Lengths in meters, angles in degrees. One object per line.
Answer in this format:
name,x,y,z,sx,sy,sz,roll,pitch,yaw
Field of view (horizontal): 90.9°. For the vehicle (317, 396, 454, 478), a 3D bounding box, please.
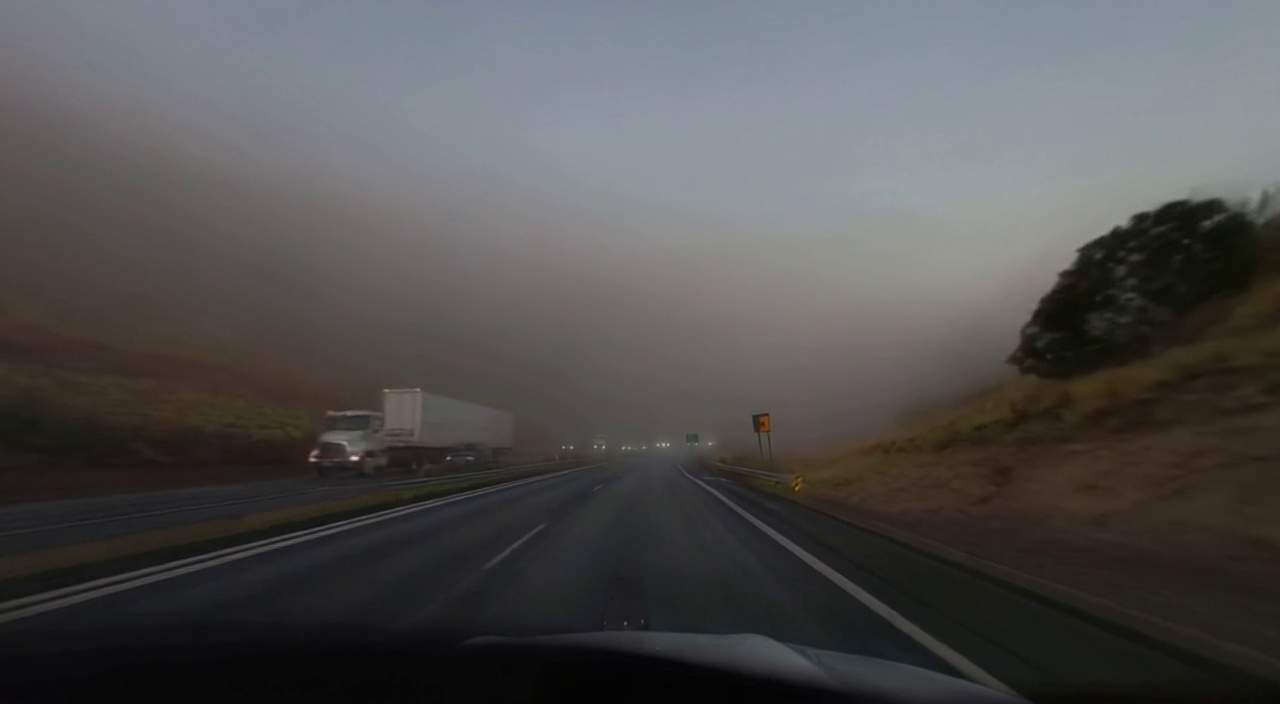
vehicle,-12.597,4.441,32.372,3.043,3.571,8.922,0,-9,2
